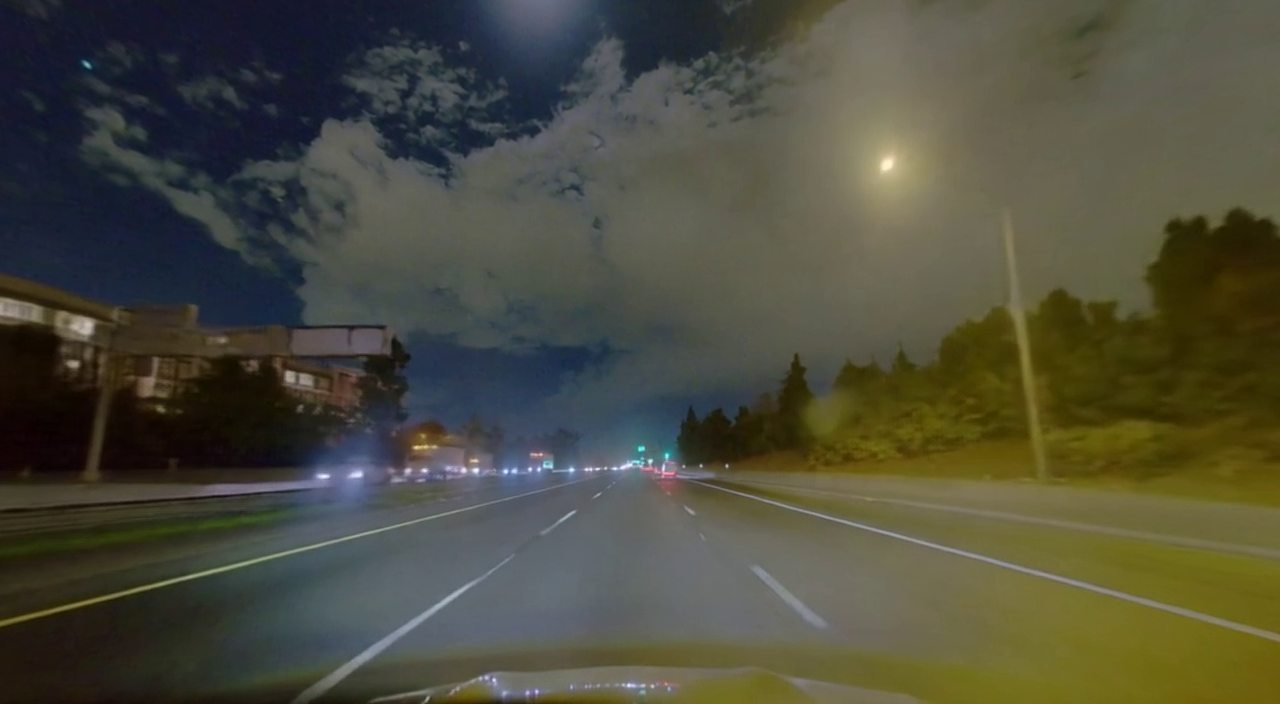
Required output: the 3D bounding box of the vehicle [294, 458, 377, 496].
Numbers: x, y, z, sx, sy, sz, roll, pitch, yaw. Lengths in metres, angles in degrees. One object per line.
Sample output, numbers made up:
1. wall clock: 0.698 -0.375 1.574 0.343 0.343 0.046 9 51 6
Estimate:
1. vehicle: -16.322 6.727 34.134 2.023 1.864 4.924 1 -10 0
